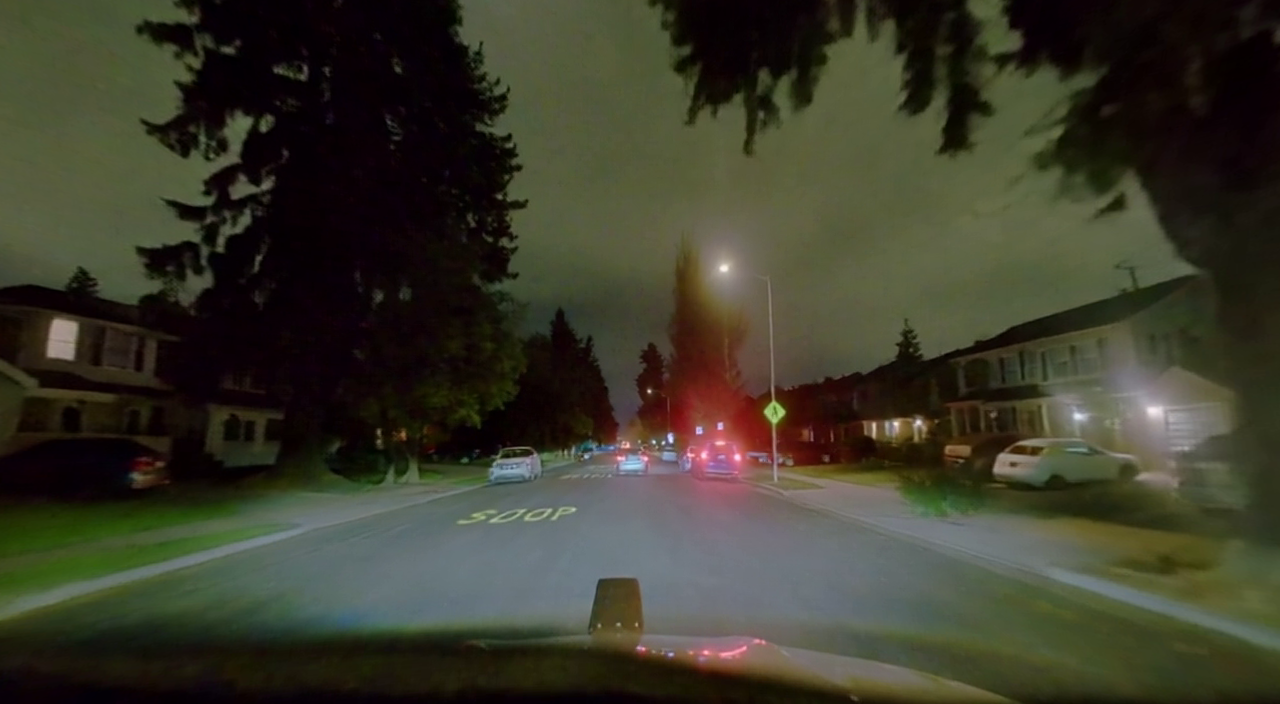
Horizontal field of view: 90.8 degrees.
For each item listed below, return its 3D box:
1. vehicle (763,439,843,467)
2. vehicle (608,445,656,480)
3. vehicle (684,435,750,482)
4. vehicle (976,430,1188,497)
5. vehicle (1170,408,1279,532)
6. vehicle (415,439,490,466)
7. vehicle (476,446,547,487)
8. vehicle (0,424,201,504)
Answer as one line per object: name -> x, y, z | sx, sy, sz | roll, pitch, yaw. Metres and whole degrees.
vehicle -> 10.807, 6.681, 42.051 | 4.730, 1.504, 1.894 | -4, -8, 0
vehicle -> -0.360, 4.904, 28.258 | 2.000, 1.449, 4.006 | 0, -9, -1
vehicle -> 3.436, 4.903, 29.247 | 2.221, 1.960, 4.927 | 0, -9, -2
vehicle -> 11.512, 2.893, 16.669 | 4.157, 1.520, 1.938 | -1, -8, -4
vehicle -> 11.975, 1.730, 10.440 | 4.620, 1.735, 1.969 | -6, -8, -4
vehicle -> -13.573, 7.290, 45.915 | 4.836, 1.831, 1.982 | 0, -9, -2
vehicle -> -5.450, 4.895, 27.388 | 1.984, 1.498, 4.508 | -3, -8, 2
vehicle -> -13.156, 2.568, 14.621 | 4.551, 1.700, 1.920 | 0, -9, 2
